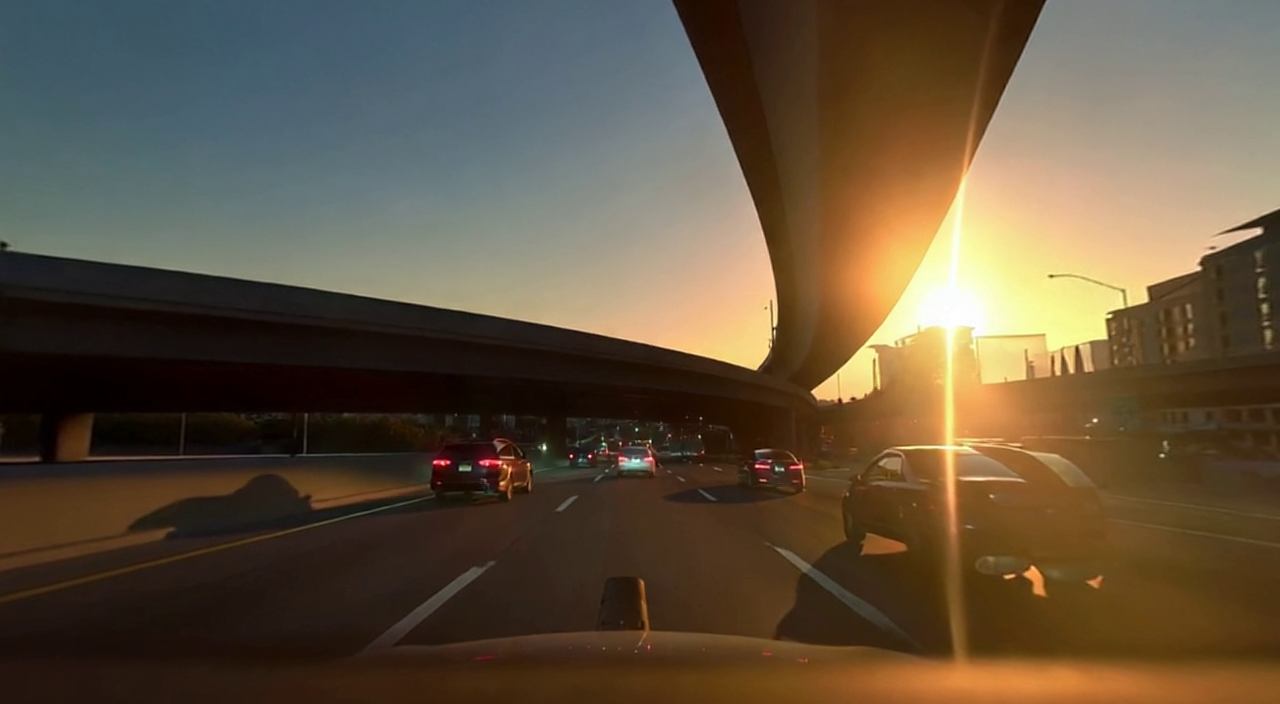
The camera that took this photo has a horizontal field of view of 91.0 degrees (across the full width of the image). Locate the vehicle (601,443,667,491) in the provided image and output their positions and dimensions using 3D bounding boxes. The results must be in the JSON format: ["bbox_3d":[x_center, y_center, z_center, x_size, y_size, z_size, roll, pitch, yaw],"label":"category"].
[{"bbox_3d":[-0.168,3.945,22.042,2.089,1.493,3.964,0,-8,0],"label":"vehicle"}]

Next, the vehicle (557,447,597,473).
[{"bbox_3d":[-3.687,6.373,37.537,1.868,1.431,4.055,0,-9,1],"label":"vehicle"}]

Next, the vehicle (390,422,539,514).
[{"bbox_3d":[-3.913,2.683,15.055,2.142,1.819,4.648,0,-8,1],"label":"vehicle"}]

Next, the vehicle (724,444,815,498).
[{"bbox_3d":[3.949,3.683,19.894,1.974,1.490,3.994,0,-9,0],"label":"vehicle"}]
